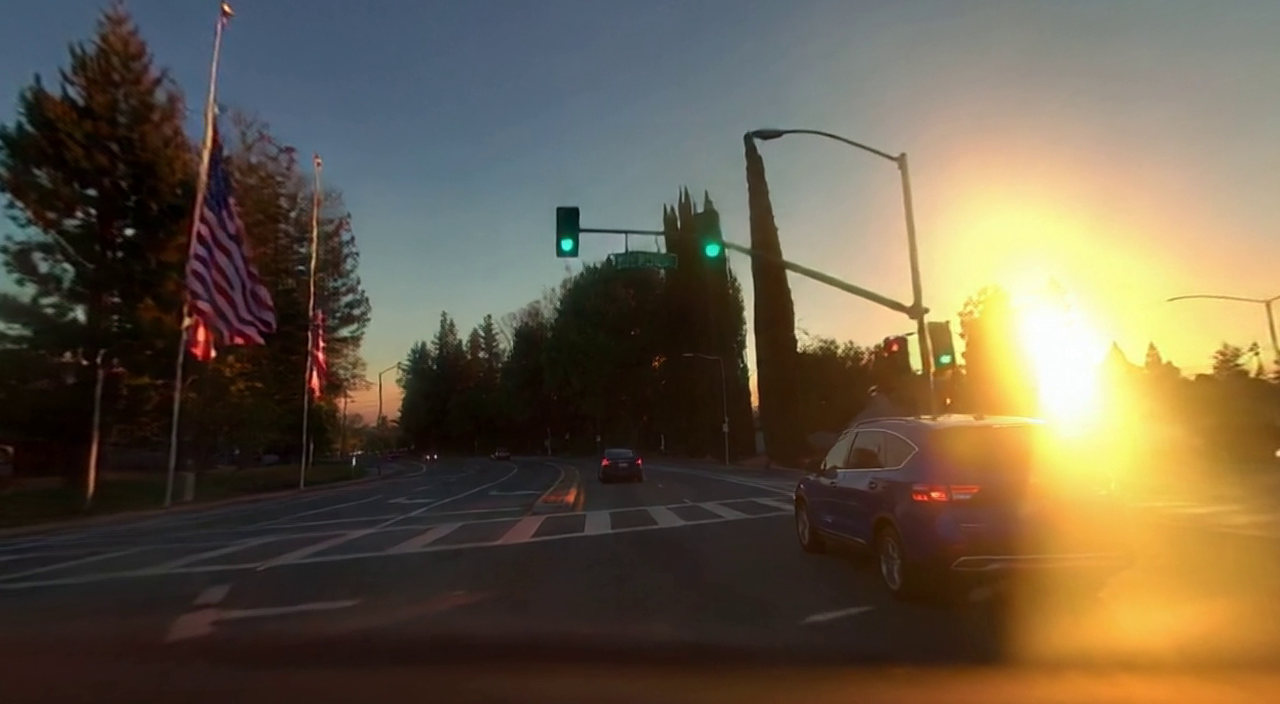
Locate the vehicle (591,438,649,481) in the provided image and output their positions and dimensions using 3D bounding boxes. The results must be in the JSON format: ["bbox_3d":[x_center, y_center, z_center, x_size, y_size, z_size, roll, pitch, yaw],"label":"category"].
[{"bbox_3d":[-1.033,4.936,29.275,2.185,1.822,4.583,1,-8,-8],"label":"vehicle"}]

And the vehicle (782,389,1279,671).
[{"bbox_3d":[2.987,1.396,6.171,2.024,1.686,4.588,0,-8,-1],"label":"vehicle"}]
